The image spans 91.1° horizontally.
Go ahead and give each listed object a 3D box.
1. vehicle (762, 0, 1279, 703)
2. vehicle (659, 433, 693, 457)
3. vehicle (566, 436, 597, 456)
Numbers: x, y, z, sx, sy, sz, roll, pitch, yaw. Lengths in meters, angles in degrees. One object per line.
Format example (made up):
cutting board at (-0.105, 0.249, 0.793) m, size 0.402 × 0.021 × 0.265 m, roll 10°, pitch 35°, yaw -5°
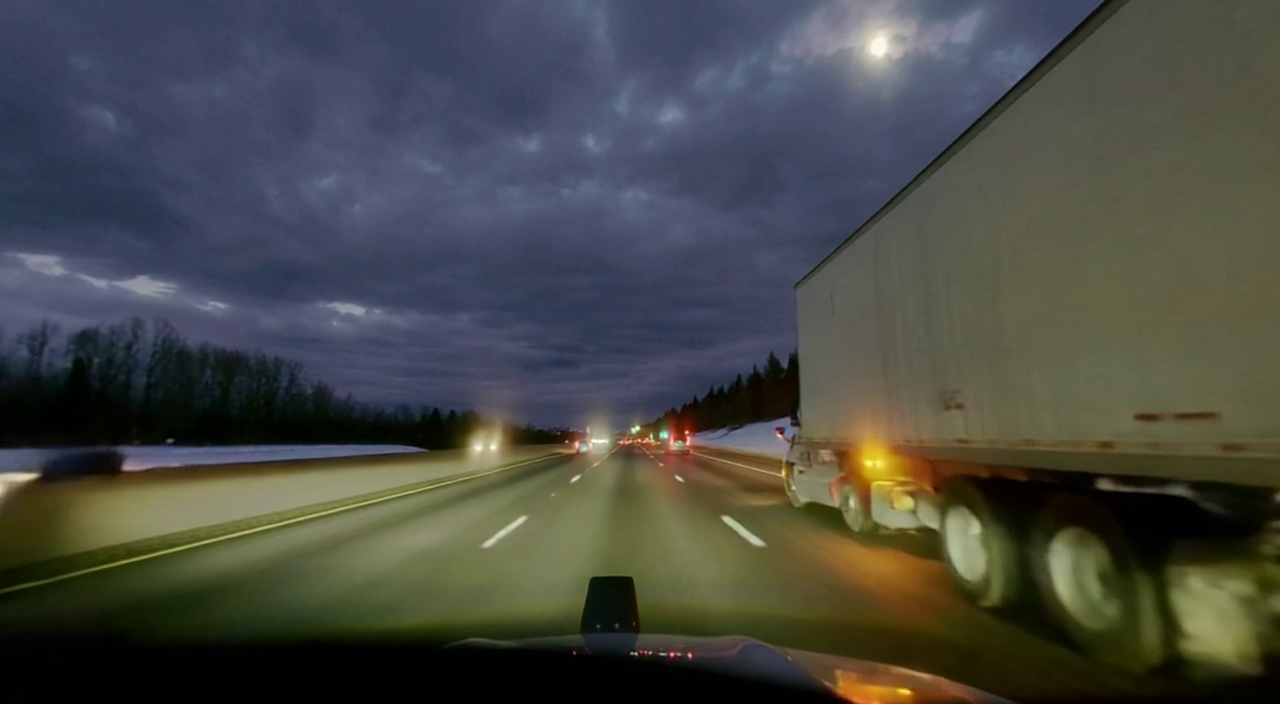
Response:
vehicle at (4.096, 0.335, 7.669) m, size 3.004 × 3.881 × 9.742 m, roll 0°, pitch -8°, yaw -1°
vehicle at (2.609, 6.796, 46.235) m, size 2.124 × 1.696 × 4.173 m, roll 0°, pitch -8°, yaw -2°
vehicle at (-4.423, 7.196, 48.208) m, size 2.017 × 1.484 × 4.088 m, roll 0°, pitch -8°, yaw 0°
